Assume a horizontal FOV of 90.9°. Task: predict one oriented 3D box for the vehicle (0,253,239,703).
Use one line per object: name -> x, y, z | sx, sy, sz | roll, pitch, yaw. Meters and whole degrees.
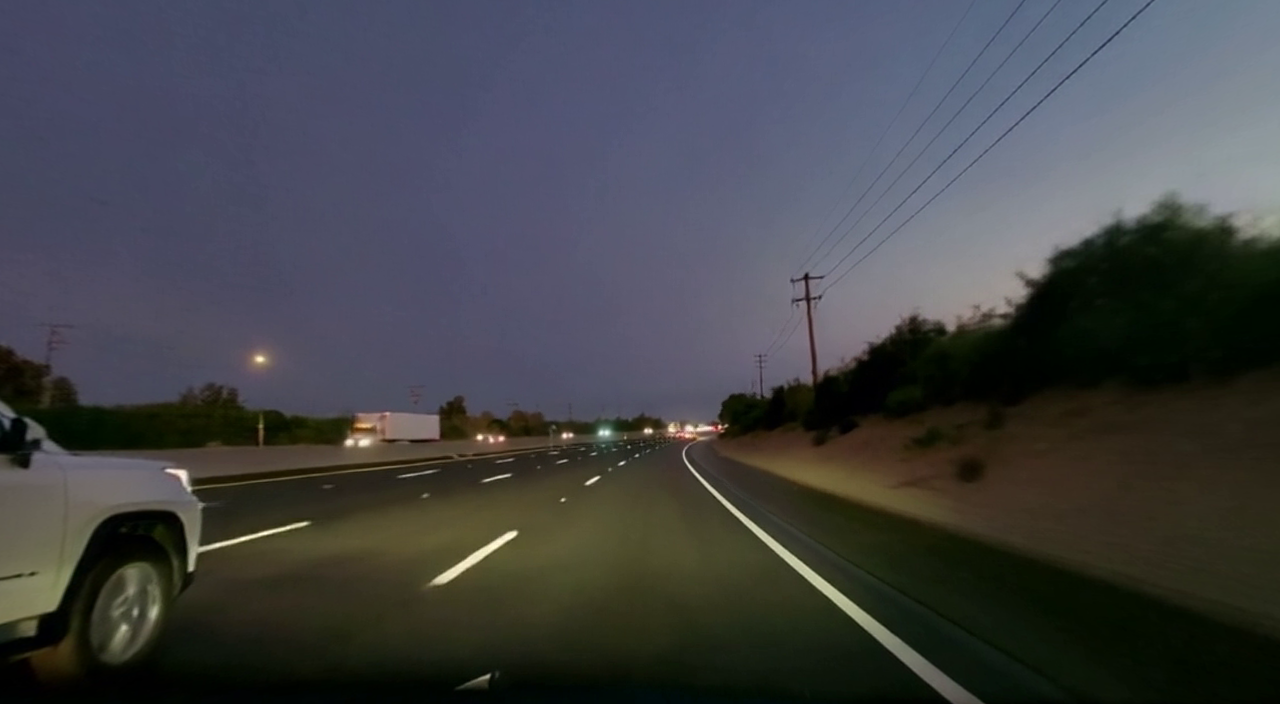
vehicle -> -3.455, 0.447, 1.105 | 2.136, 1.975, 5.037 | 0, -8, 0
